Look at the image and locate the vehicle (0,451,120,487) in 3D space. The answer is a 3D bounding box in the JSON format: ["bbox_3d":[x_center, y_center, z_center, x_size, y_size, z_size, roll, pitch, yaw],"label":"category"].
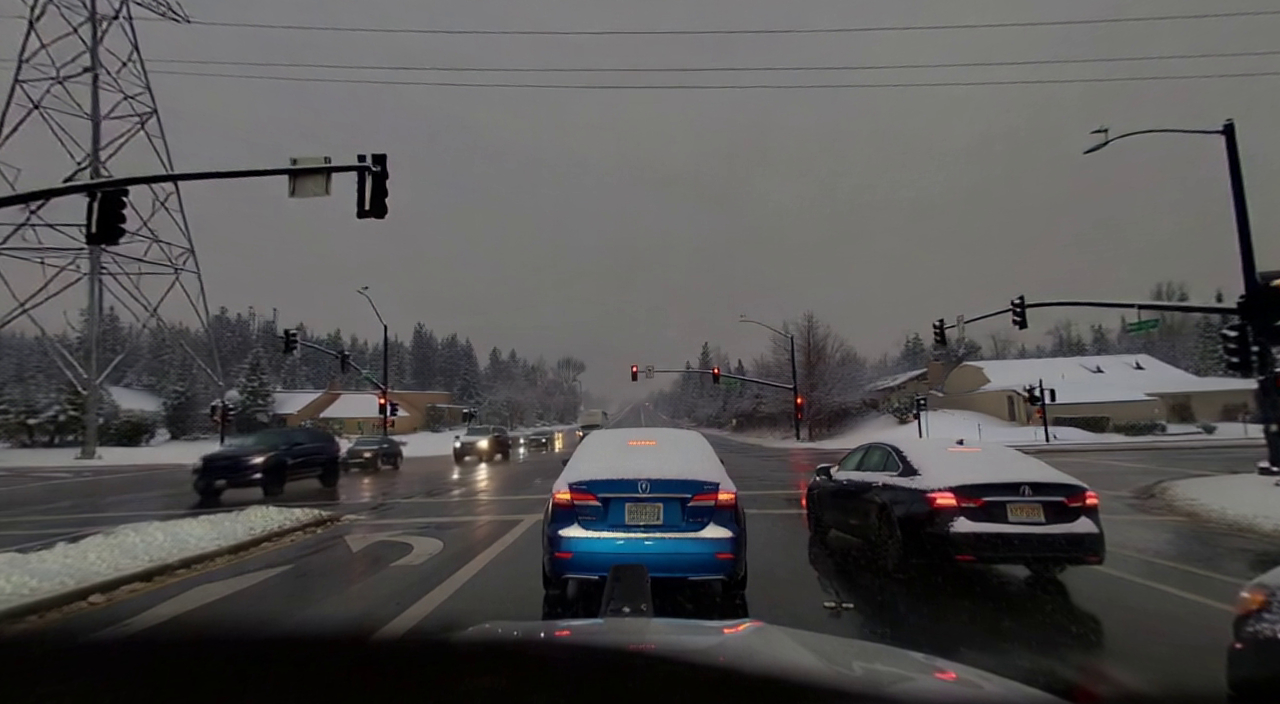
[{"bbox_3d":[-25.920,5.114,27.761,4.263,1.464,1.895,0,-8,-1],"label":"vehicle"}]

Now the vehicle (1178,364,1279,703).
[{"bbox_3d":[3.406,0.590,0.630,1.926,1.614,4.330,0,-8,1],"label":"vehicle"}]

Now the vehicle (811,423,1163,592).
[{"bbox_3d":[3.651,1.685,7.725,1.835,1.473,4.190,0,-8,-2],"label":"vehicle"}]

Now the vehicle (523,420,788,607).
[{"bbox_3d":[0.110,1.598,7.131,2.117,1.474,4.036,0,-8,0],"label":"vehicle"}]

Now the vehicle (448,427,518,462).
[{"bbox_3d":[-8.983,5.390,36.627,2.161,1.818,5.672,-1,-8,5],"label":"vehicle"}]

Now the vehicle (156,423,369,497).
[{"bbox_3d":[-10.065,2.953,17.609,2.269,1.716,5.700,-1,-8,2],"label":"vehicle"}]
